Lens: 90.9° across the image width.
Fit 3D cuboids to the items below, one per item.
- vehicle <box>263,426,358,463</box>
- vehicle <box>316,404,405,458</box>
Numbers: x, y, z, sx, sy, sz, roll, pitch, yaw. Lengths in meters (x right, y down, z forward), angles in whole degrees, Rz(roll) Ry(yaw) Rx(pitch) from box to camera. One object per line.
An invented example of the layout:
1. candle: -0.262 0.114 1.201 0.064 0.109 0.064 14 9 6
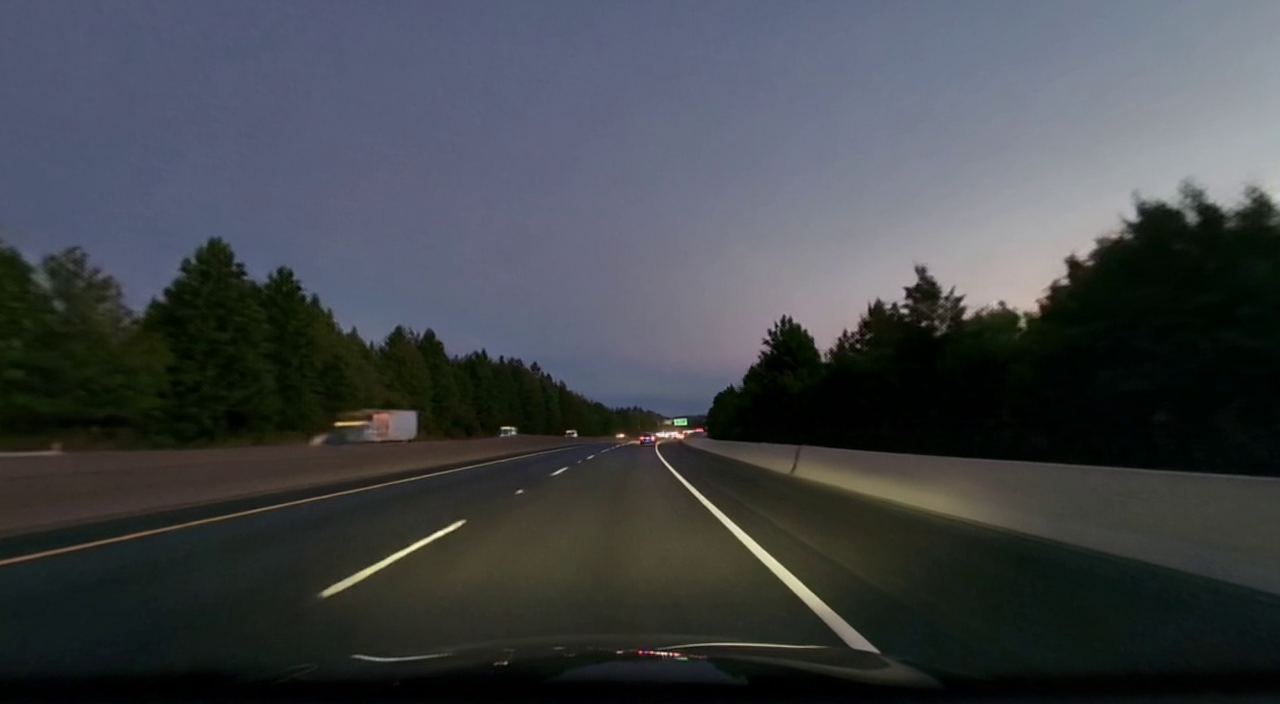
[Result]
1. vehicle: -16.834 4.746 32.586 1.990 1.748 5.262 0 -7 1
2. vehicle: -16.766 4.824 38.314 2.504 2.967 5.931 0 -7 1
